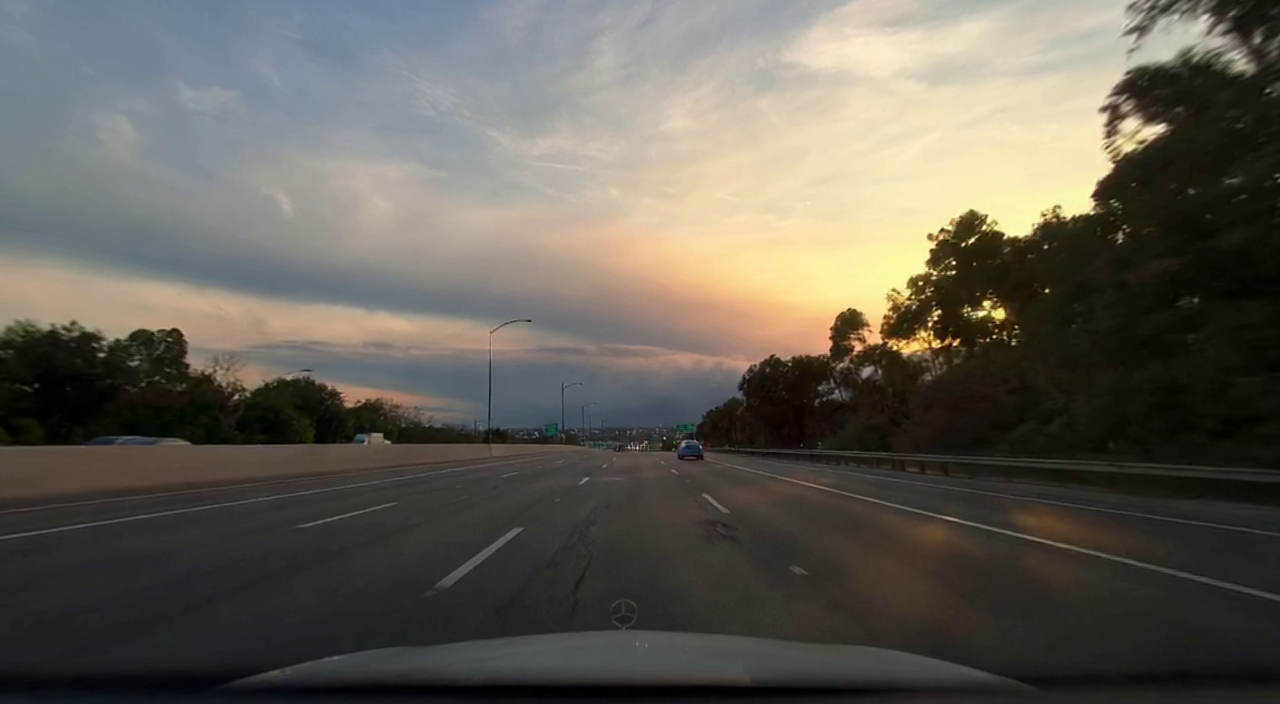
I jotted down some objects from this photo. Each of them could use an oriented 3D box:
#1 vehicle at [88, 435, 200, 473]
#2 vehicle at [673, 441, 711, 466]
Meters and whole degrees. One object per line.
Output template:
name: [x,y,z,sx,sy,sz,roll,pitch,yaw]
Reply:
vehicle: [-22.791,4.680,29.250,2.124,1.610,3.846,1,-8,-3]
vehicle: [3.286,6.468,40.492,2.000,1.533,3.770,0,-8,-1]
